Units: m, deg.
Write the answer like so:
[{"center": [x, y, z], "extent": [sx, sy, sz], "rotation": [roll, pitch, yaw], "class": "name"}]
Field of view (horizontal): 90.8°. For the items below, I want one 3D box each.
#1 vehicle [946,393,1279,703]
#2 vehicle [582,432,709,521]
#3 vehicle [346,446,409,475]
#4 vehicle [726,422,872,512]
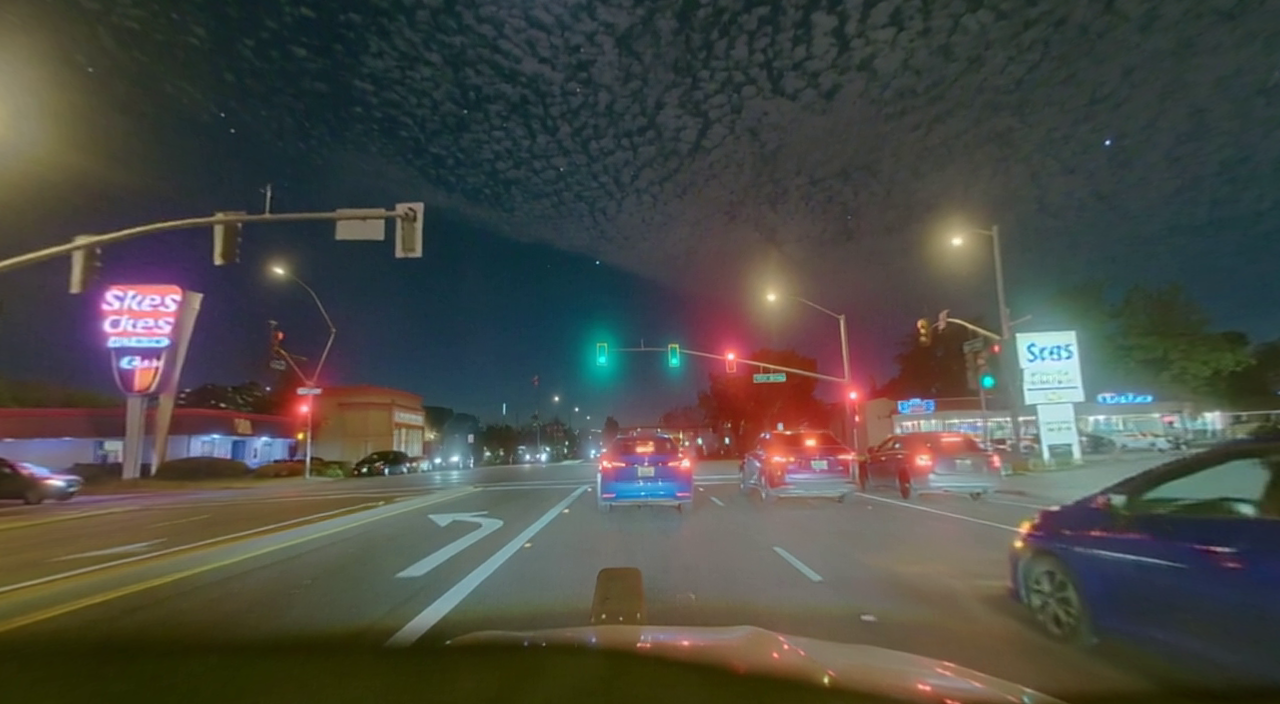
[{"center": [3.534, 0.963, 2.926], "extent": [1.889, 1.473, 4.643], "rotation": [0, -8, 0], "class": "vehicle"}, {"center": [0.056, 2.402, 12.731], "extent": [2.135, 1.468, 4.076], "rotation": [0, -8, -1], "class": "vehicle"}, {"center": [-18.683, 7.677, 45.230], "extent": [2.324, 1.911, 5.610], "rotation": [0, -8, -3], "class": "vehicle"}, {"center": [3.251, 2.470, 14.018], "extent": [1.973, 1.633, 4.717], "rotation": [0, -8, -1], "class": "vehicle"}]
